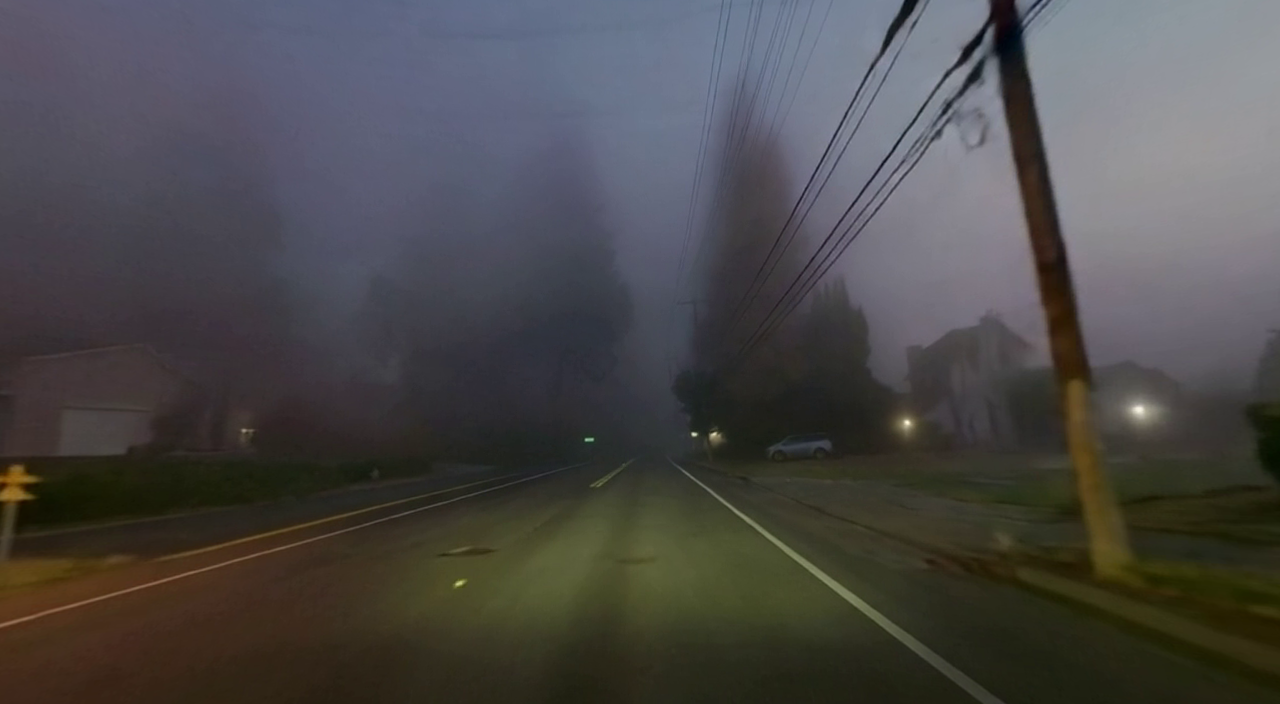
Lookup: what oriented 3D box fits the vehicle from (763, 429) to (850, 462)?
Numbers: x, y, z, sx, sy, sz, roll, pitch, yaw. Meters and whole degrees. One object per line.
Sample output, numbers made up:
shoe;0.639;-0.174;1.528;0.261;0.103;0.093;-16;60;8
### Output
vehicle;9.648;5.497;36.868;4.494;1.850;2.027;0;-9;0
